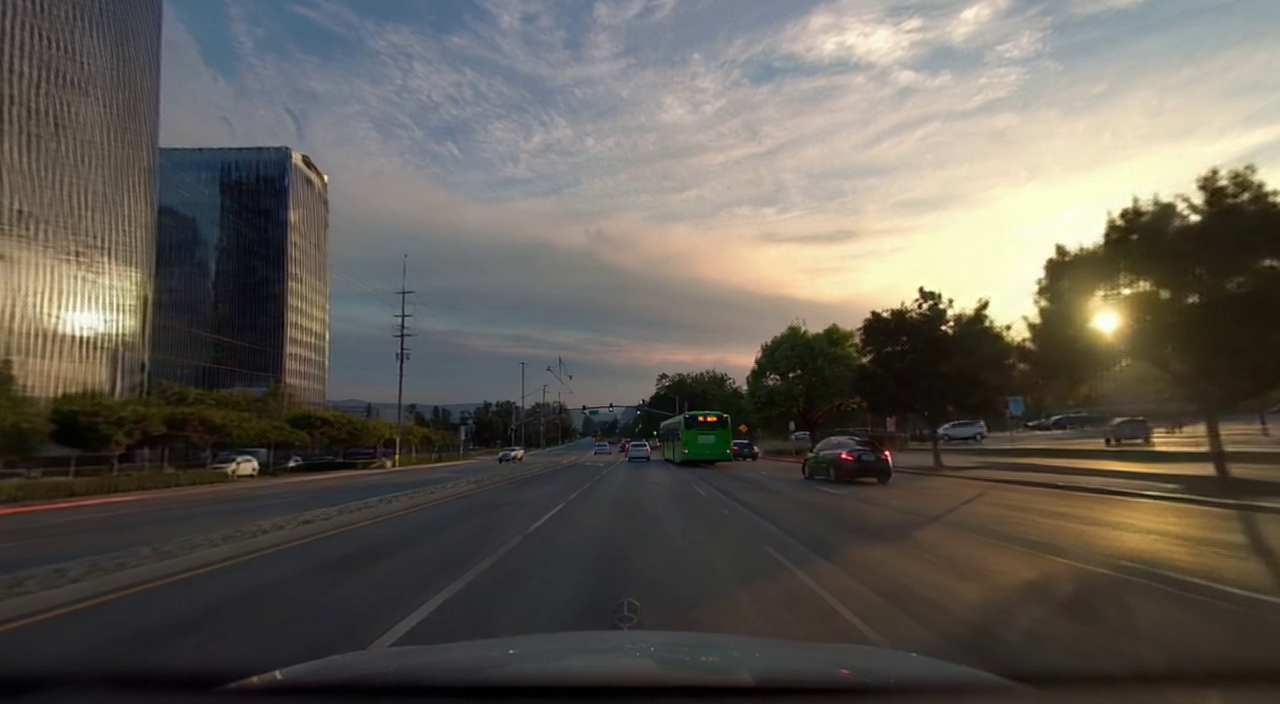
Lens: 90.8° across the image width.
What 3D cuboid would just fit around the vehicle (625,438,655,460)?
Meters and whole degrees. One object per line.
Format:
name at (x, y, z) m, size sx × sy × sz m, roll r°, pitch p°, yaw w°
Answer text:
vehicle at (-0.004, 7.073, 46.091) m, size 2.145 × 1.572 × 4.021 m, roll 0°, pitch -9°, yaw 0°

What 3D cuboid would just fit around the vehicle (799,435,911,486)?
vehicle at (6.719, 3.454, 20.325) m, size 1.992 × 1.447 × 4.414 m, roll 0°, pitch -9°, yaw -1°

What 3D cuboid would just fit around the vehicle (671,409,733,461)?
vehicle at (4.223, 6.042, 45.201) m, size 2.760 × 3.325 × 9.045 m, roll 1°, pitch -9°, yaw -5°

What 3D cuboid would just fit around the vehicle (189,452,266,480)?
vehicle at (-28.965, 7.993, 44.626) m, size 2.039 × 1.777 × 5.029 m, roll 0°, pitch -9°, yaw 0°

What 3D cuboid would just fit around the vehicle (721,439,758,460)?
vehicle at (7.320, 7.247, 46.957) m, size 1.886 × 1.474 × 4.495 m, roll 0°, pitch -9°, yaw -2°
